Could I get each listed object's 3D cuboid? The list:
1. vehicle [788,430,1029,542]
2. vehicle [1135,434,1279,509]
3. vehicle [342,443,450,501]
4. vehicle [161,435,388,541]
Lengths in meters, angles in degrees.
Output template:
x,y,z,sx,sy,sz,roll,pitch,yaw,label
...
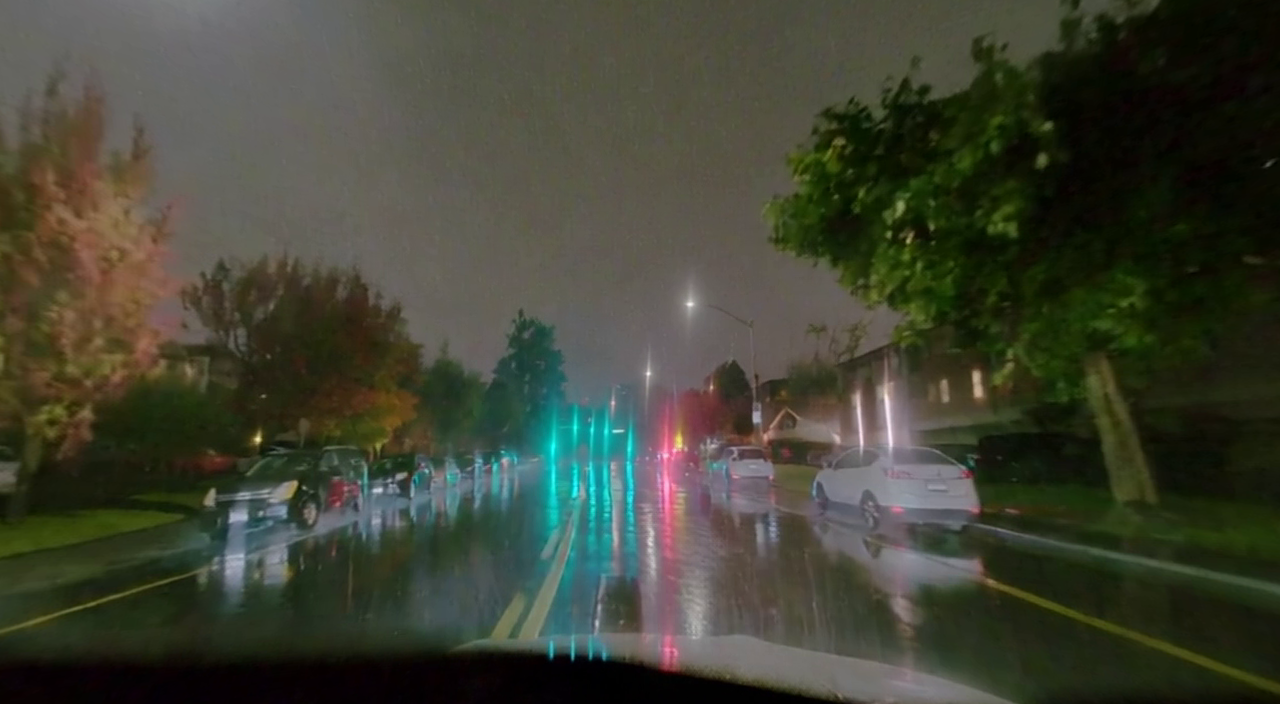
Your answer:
x,y,z,sx,sy,sz,roll,pitch,yaw,label
4.207,2.178,10.935,1.861,1.490,4.619,1,-9,-4,vehicle
12.767,2.368,12.752,4.028,1.380,1.826,0,-9,-3,vehicle
-7.815,3.882,20.807,1.947,1.665,4.716,1,-9,-4,vehicle
-7.435,2.815,13.716,2.033,1.759,5.372,-1,-9,-4,vehicle
